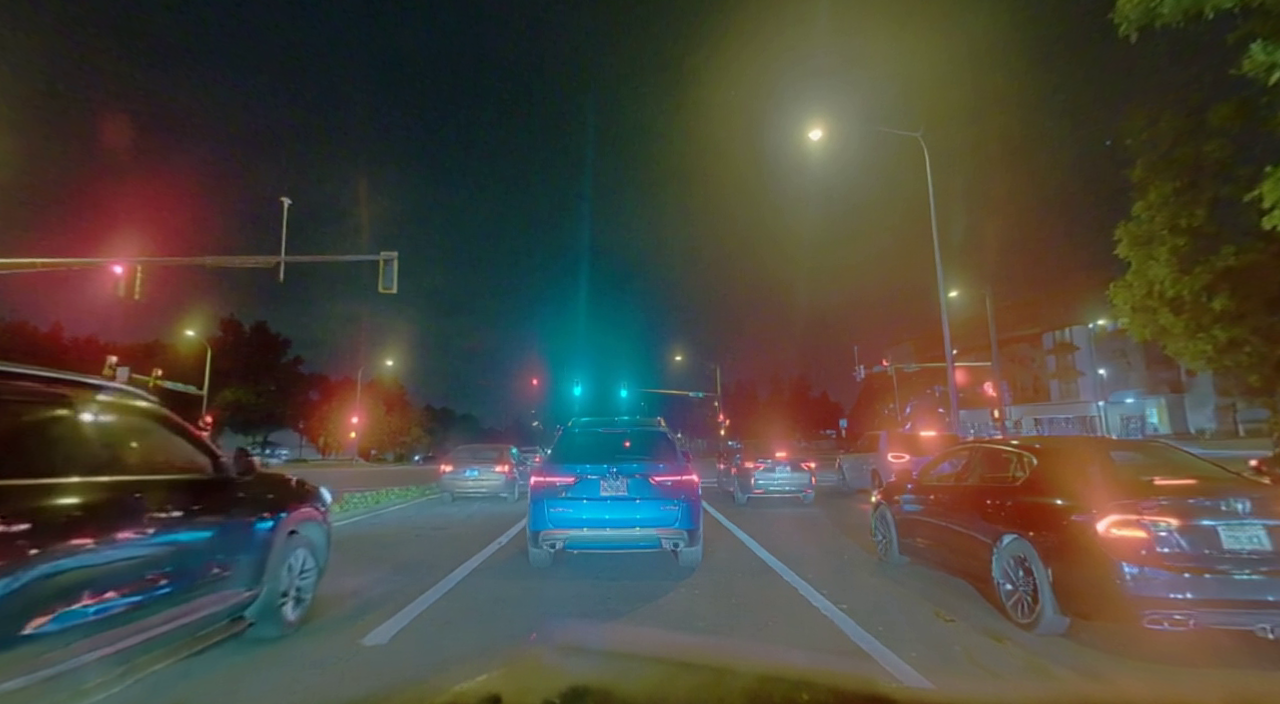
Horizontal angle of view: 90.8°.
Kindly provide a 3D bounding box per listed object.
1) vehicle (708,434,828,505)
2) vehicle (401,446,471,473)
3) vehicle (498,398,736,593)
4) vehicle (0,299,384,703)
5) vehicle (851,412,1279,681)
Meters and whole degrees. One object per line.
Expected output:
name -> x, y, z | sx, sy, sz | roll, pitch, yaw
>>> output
vehicle -> 2.996, 2.853, 15.777 | 1.950, 1.506, 4.086 | 0, -8, -3
vehicle -> -11.994, 6.232, 37.000 | 4.369, 1.466, 1.791 | -7, -11, 40
vehicle -> -0.265, 1.553, 7.628 | 2.101, 1.707, 3.904 | 0, -8, -2
vehicle -> -3.279, 0.827, 2.824 | 2.186, 1.794, 4.972 | 0, -8, 0
vehicle -> 3.621, 1.394, 5.701 | 1.861, 1.478, 4.185 | 0, -8, -2
